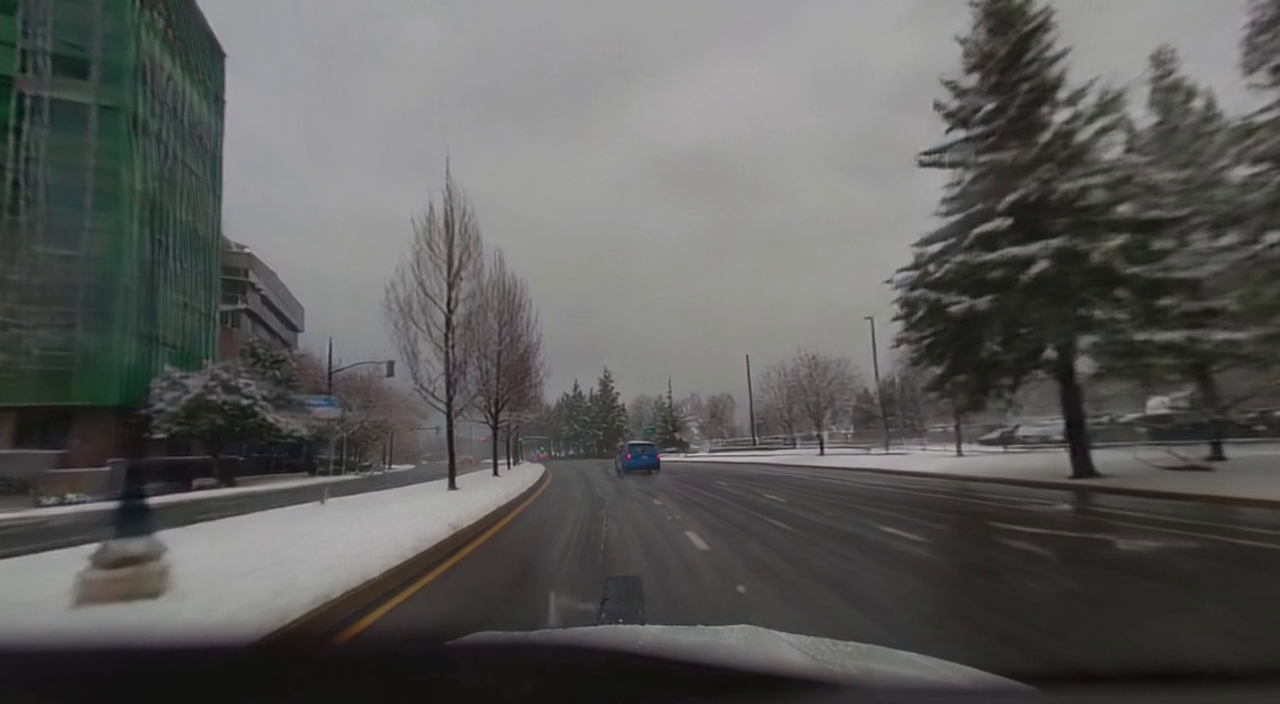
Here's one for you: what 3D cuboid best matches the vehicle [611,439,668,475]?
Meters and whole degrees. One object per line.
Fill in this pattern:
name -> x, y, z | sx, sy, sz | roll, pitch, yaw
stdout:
vehicle -> -0.128, 5.272, 31.935 | 2.165, 1.633, 4.381 | 1, -9, -10
